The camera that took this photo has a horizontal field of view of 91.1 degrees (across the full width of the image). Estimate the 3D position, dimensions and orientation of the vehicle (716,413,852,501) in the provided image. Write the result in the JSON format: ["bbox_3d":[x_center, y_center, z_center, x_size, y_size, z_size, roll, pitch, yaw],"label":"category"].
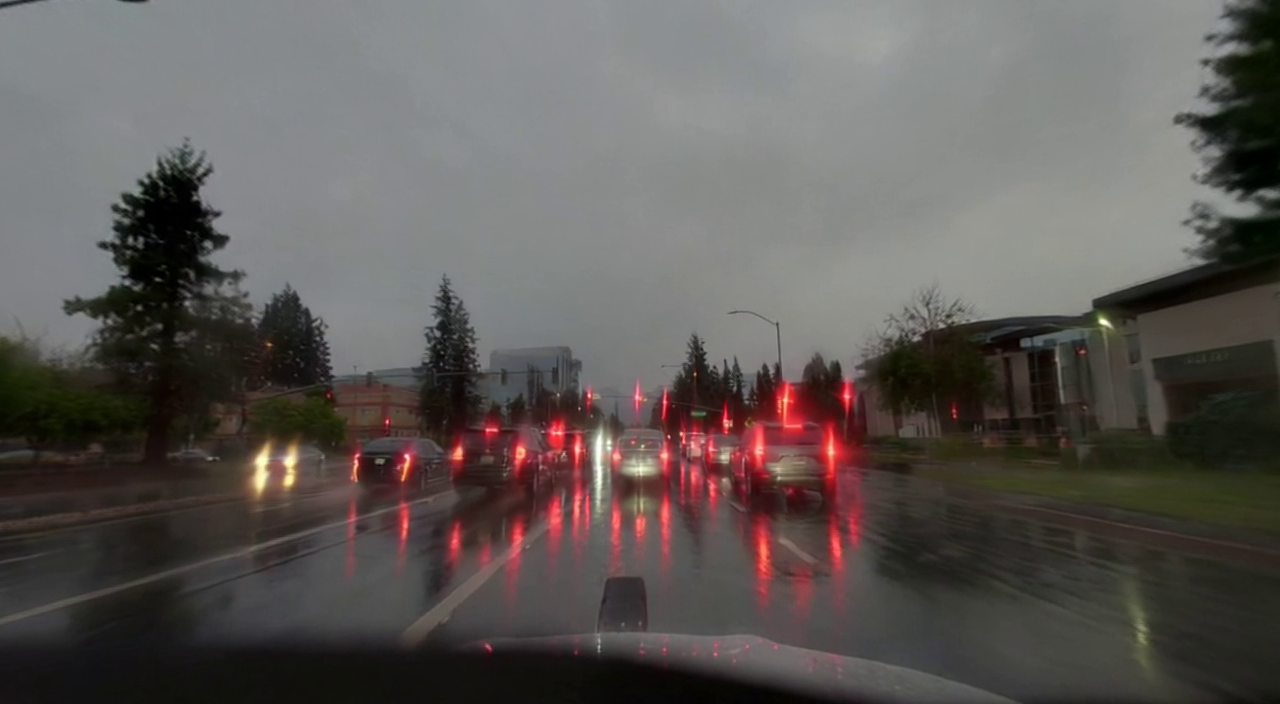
[{"bbox_3d":[3.310,2.543,15.570,2.141,1.833,4.704,0,-8,-2],"label":"vehicle"}]

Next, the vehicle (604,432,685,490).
[{"bbox_3d":[0.091,3.027,17.757,2.021,1.461,3.862,0,-8,-1],"label":"vehicle"}]

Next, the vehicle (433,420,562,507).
[{"bbox_3d":[-3.099,2.531,14.651,1.912,1.703,4.261,0,-8,1],"label":"vehicle"}]

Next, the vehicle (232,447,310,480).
[{"bbox_3d":[-21.951,6.605,37.672,2.219,1.786,5.705,2,-8,-11],"label":"vehicle"}]

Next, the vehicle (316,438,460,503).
[{"bbox_3d":[-6.450,3.056,16.750,1.926,1.465,4.620,0,-8,0],"label":"vehicle"}]
